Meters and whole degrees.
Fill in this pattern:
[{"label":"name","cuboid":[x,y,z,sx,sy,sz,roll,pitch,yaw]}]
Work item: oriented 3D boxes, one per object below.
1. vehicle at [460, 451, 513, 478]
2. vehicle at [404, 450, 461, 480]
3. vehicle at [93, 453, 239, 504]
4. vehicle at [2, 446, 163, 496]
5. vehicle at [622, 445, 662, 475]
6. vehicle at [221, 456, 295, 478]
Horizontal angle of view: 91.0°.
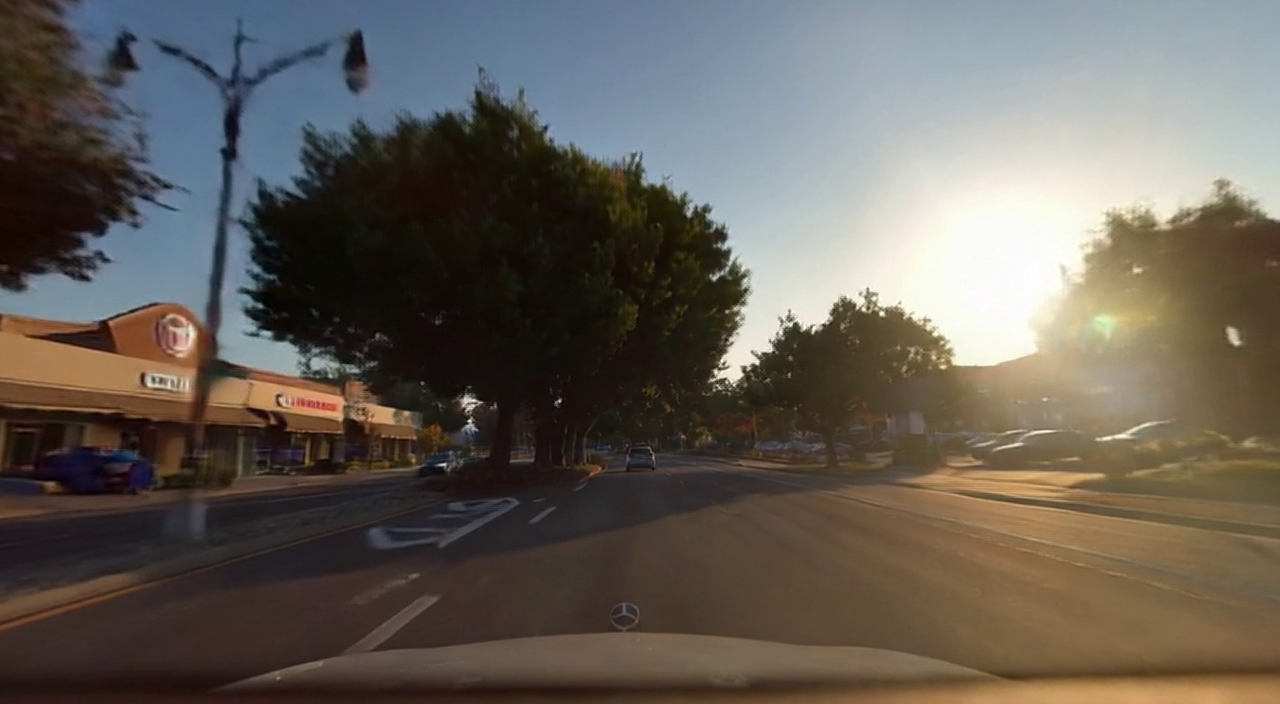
[{"label":"vehicle","cuboid":[-9.262,6.787,38.364,2.072,1.483,4.619,0,-9,0]},{"label":"vehicle","cuboid":[-13.249,7.209,40.523,2.115,1.741,4.733,0,-9,0]},{"label":"vehicle","cuboid":[-19.334,5.154,26.081,2.072,1.804,5.136,0,-8,0]},{"label":"vehicle","cuboid":[-24.034,5.100,27.546,2.146,1.939,5.462,0,-9,-2]},{"label":"vehicle","cuboid":[0.056,5.724,33.587,1.998,1.452,3.773,0,-8,-2]},{"label":"vehicle","cuboid":[-29.442,8.885,48.643,4.367,1.613,2.004,0,-9,-3]}]
